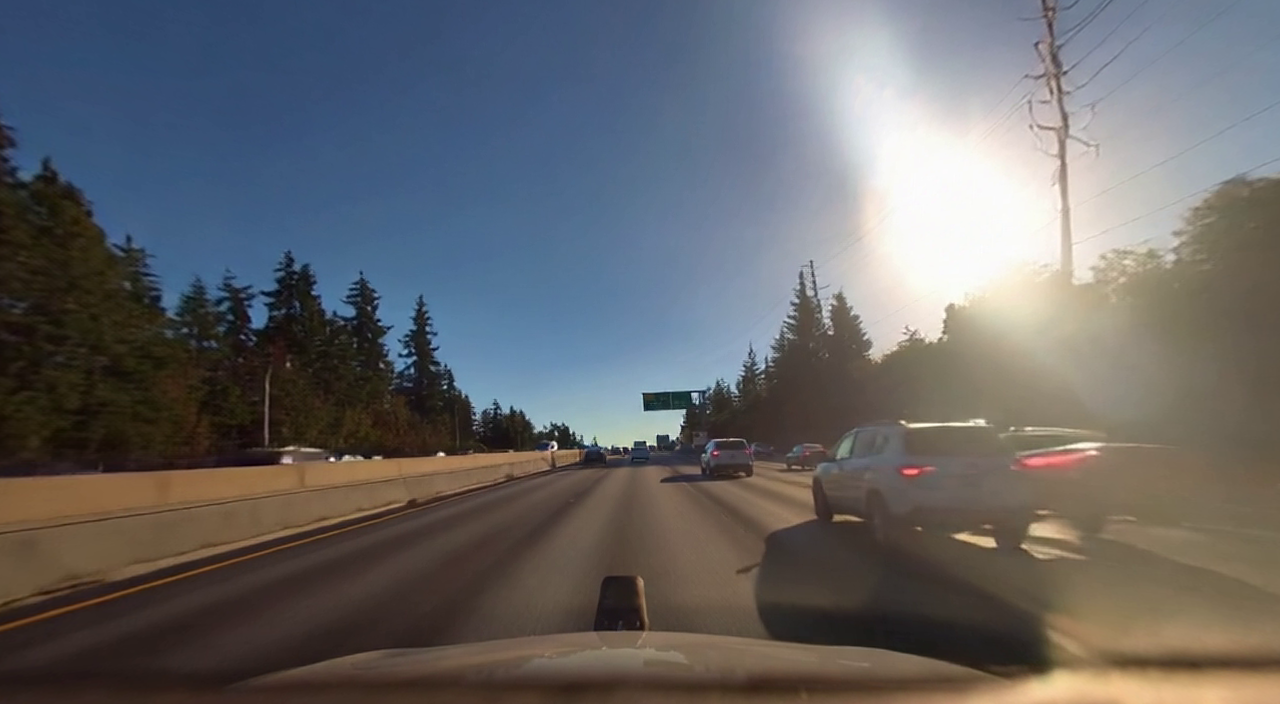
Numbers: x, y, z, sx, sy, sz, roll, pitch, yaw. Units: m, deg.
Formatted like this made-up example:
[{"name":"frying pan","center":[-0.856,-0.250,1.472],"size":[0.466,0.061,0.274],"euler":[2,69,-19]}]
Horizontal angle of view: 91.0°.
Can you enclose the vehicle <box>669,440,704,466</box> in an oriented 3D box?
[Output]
[{"name":"vehicle","center":[3.502,7.747,48.346],"size":[2.095,1.886,4.727],"euler":[0,-9,-2]}]

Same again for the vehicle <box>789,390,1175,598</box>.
[{"name":"vehicle","center":[3.614,1.608,8.044],"size":[2.138,1.826,4.783],"euler":[0,-9,-1]}]

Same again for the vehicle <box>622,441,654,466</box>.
[{"name":"vehicle","center":[-0.193,7.757,48.086],"size":[2.314,1.796,4.254],"euler":[0,-9,-1]}]

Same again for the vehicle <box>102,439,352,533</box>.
[{"name":"vehicle","center":[-8.571,2.785,13.860],"size":[2.007,1.651,5.177],"euler":[0,-9,0]}]

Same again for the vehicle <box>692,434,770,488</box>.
[{"name":"vehicle","center":[3.249,3.993,23.369],"size":[2.111,1.755,4.459],"euler":[0,-9,-1]}]

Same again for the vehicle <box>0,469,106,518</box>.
[{"name":"vehicle","center":[-22.258,5.052,22.719],"size":[1.849,1.488,4.682],"euler":[0,-9,-1]}]

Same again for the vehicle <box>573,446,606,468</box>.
[{"name":"vehicle","center":[-3.659,7.698,46.454],"size":[2.051,1.510,4.373],"euler":[0,-9,0]}]
